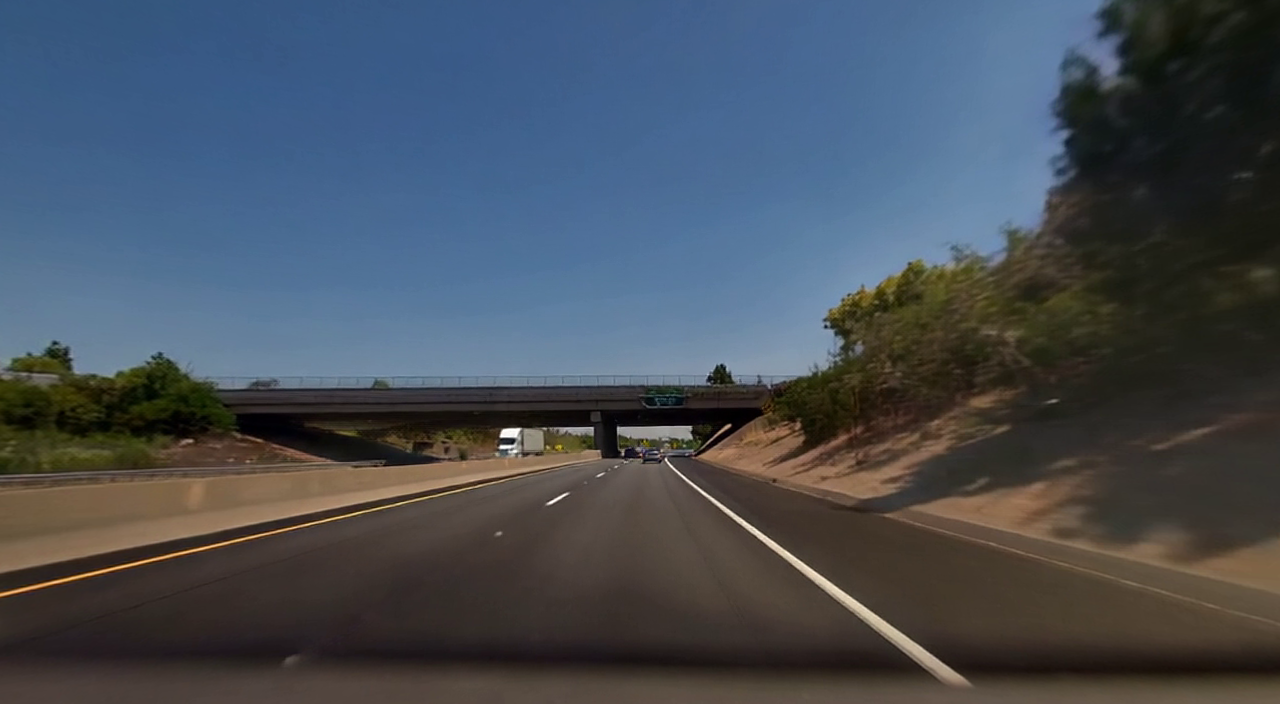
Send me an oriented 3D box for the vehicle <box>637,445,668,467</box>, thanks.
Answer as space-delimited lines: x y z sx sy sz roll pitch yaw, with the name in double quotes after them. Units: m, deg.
0.980 7.820 47.545 2.221 1.603 4.149 0 -9 1 "vehicle"
